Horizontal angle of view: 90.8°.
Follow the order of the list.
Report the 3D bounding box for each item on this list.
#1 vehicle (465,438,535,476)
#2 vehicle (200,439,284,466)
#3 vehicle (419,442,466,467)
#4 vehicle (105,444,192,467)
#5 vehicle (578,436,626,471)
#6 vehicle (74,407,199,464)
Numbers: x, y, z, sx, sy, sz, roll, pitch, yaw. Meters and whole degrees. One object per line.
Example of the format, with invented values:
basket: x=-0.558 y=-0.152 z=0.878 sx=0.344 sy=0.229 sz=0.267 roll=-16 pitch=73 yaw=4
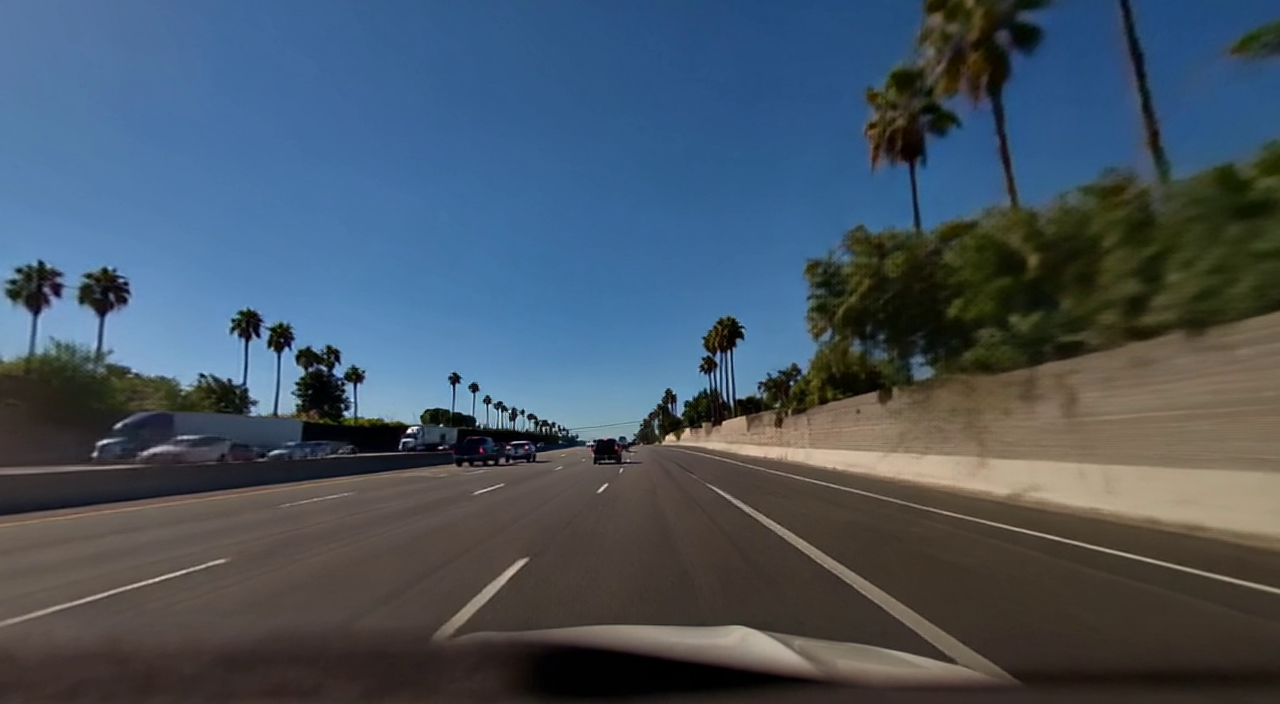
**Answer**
vehicle: x=-6.628 y=5.003 z=30.423 sx=2.204 sy=1.677 sz=4.438 roll=0 pitch=-8 yaw=2
vehicle: x=-23.790 y=6.005 z=37.992 sx=1.940 sy=1.494 sz=4.599 roll=0 pitch=-8 yaw=2
vehicle: x=-13.987 y=7.264 z=45.064 sx=1.836 sy=1.662 sz=4.317 roll=0 pitch=-8 yaw=2
vehicle: x=-32.750 y=6.899 z=42.289 sx=1.826 sy=1.483 sz=4.797 roll=-1 pitch=-8 yaw=3
vehicle: x=-1.905 y=5.262 z=32.962 sx=2.201 sy=1.672 sz=4.128 roll=0 pitch=-8 yaw=1
vehicle: x=-36.591 y=6.165 z=46.338 sx=3.004 sy=3.870 sz=6.956 roll=0 pitch=-8 yaw=3
